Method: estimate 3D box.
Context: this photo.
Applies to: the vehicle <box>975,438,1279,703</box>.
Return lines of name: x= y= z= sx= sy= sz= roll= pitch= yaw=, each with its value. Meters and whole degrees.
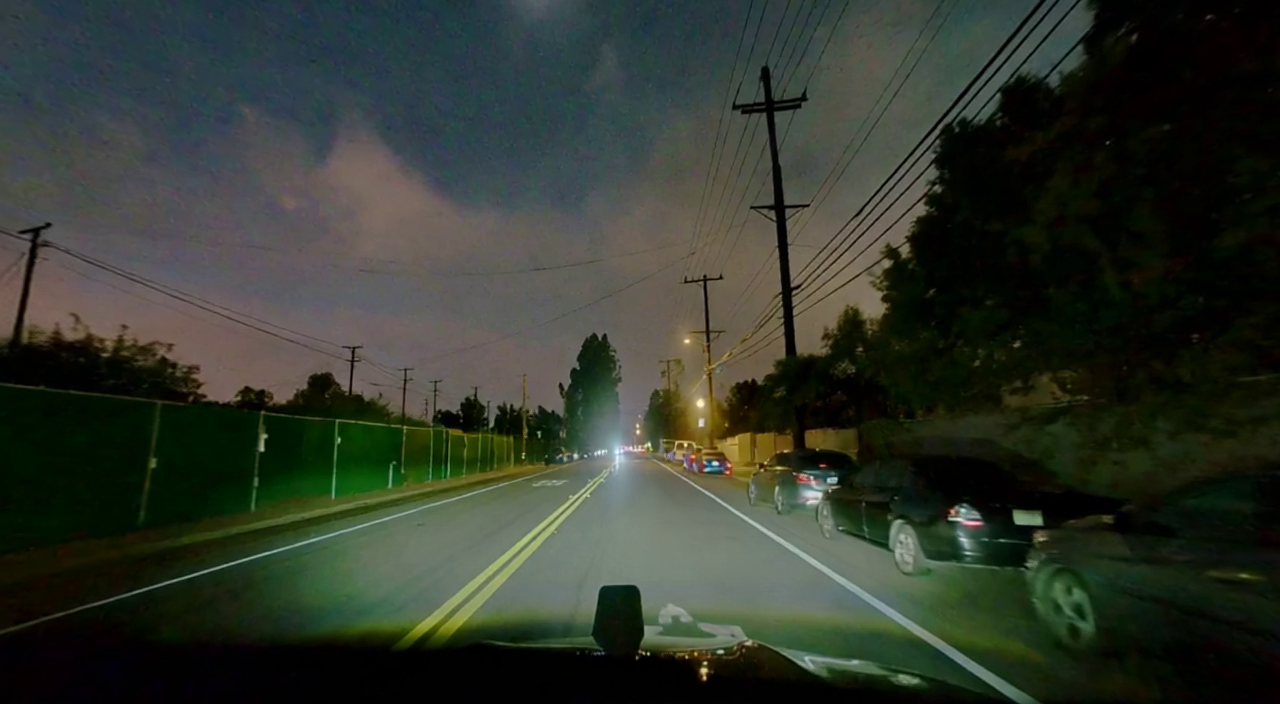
vehicle: x=3.568 y=1.082 z=2.720 sx=1.921 sy=1.406 sz=4.370 roll=0 pitch=-9 yaw=1

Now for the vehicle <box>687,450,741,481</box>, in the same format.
vehicle: x=3.456 y=5.372 z=30.240 sx=1.984 sy=1.342 sz=4.066 roll=0 pitch=-9 yaw=-1

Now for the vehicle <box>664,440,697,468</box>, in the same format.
vehicle: x=3.105 y=7.950 z=49.233 sx=2.053 sy=2.005 sz=5.495 roll=0 pitch=-9 yaw=-1

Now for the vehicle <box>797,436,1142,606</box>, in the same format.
vehicle: x=3.411 y=1.801 z=7.732 sx=1.812 sy=1.454 sz=4.395 roll=0 pitch=-9 yaw=0
